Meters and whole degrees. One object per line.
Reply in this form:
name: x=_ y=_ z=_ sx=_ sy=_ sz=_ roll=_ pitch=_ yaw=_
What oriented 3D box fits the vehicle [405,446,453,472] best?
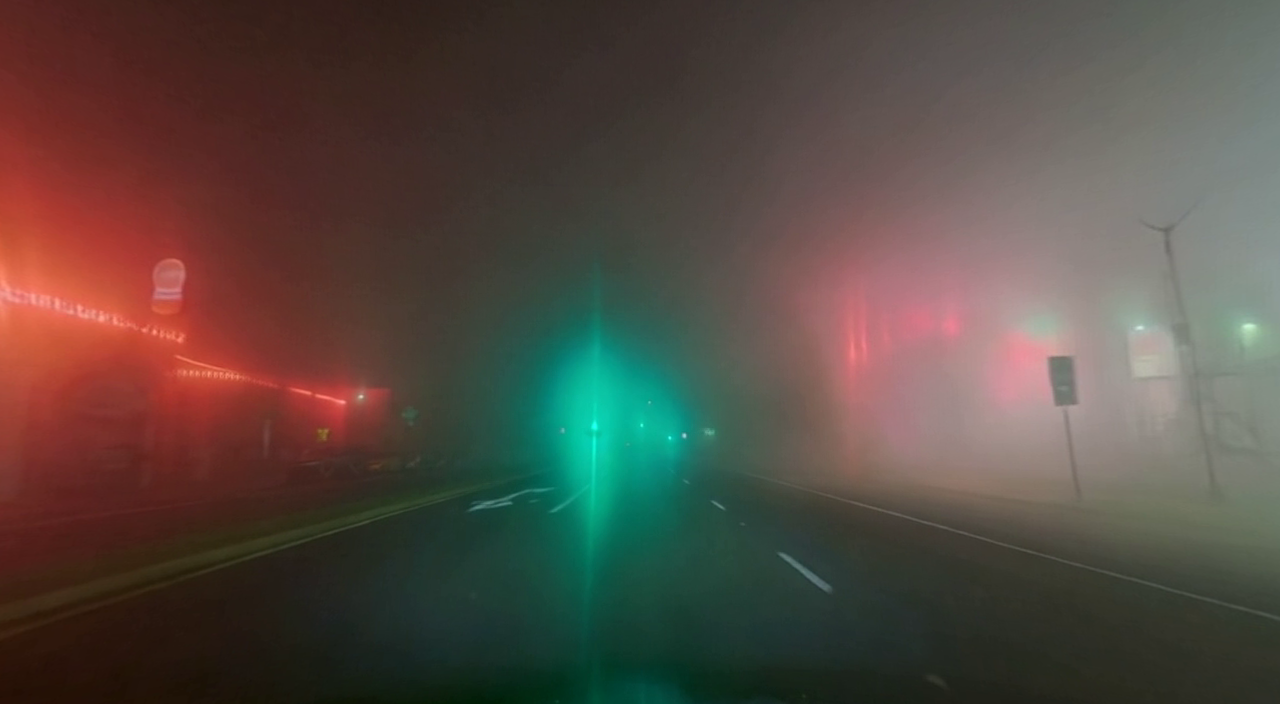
vehicle: x=-15.370 y=7.784 z=46.260 sx=1.989 sy=1.747 sz=5.019 roll=-1 pitch=-8 yaw=-3

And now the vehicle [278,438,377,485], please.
vehicle: x=-15.524 y=5.478 z=31.773 sx=2.246 sy=2.081 sz=5.416 roll=-2 pitch=-9 yaw=-1

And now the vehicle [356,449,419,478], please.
vehicle: x=-15.436 y=6.791 z=38.902 sx=1.892 sy=1.624 sz=4.645 roll=0 pitch=-8 yaw=0
